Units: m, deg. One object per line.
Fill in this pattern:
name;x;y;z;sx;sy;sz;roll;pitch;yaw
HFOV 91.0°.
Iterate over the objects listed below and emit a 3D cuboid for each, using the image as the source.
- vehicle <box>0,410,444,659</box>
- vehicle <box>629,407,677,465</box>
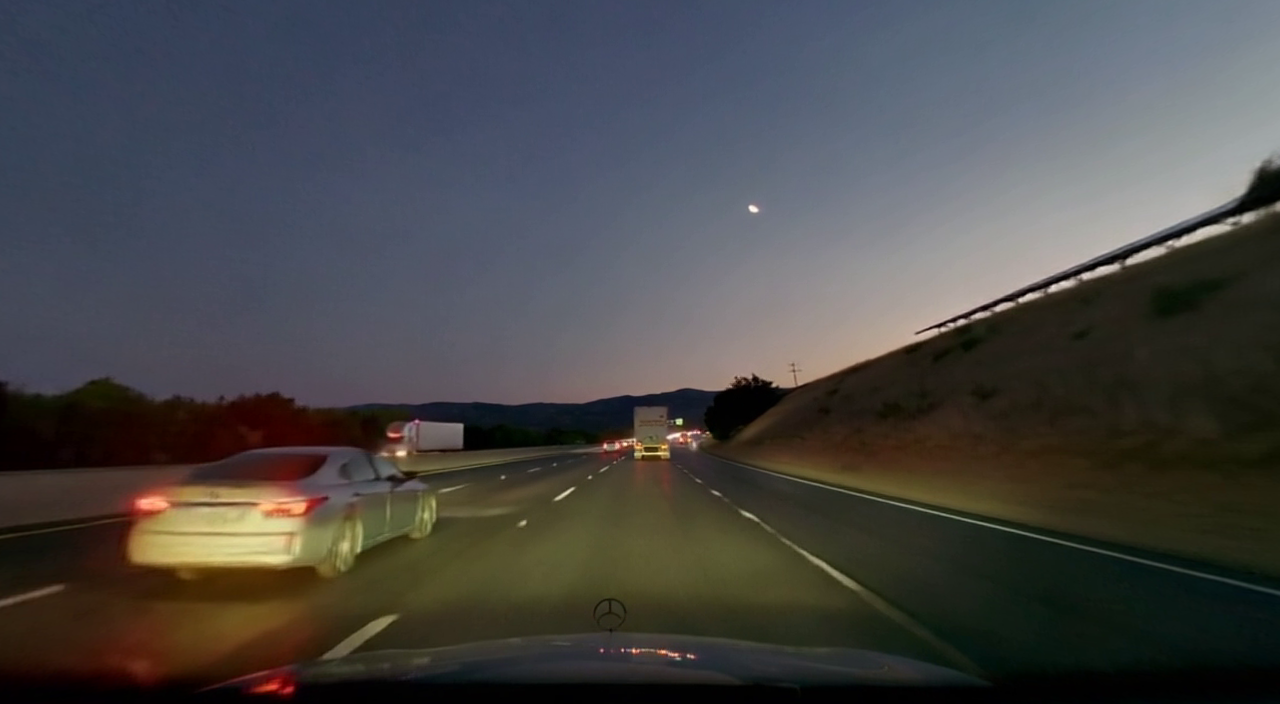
vehicle;-3.668;1.490;6.258;2.066;1.581;4.268;0;-8;0
vehicle;0.850;5.972;44.419;2.967;3.633;10.015;0;-8;0
